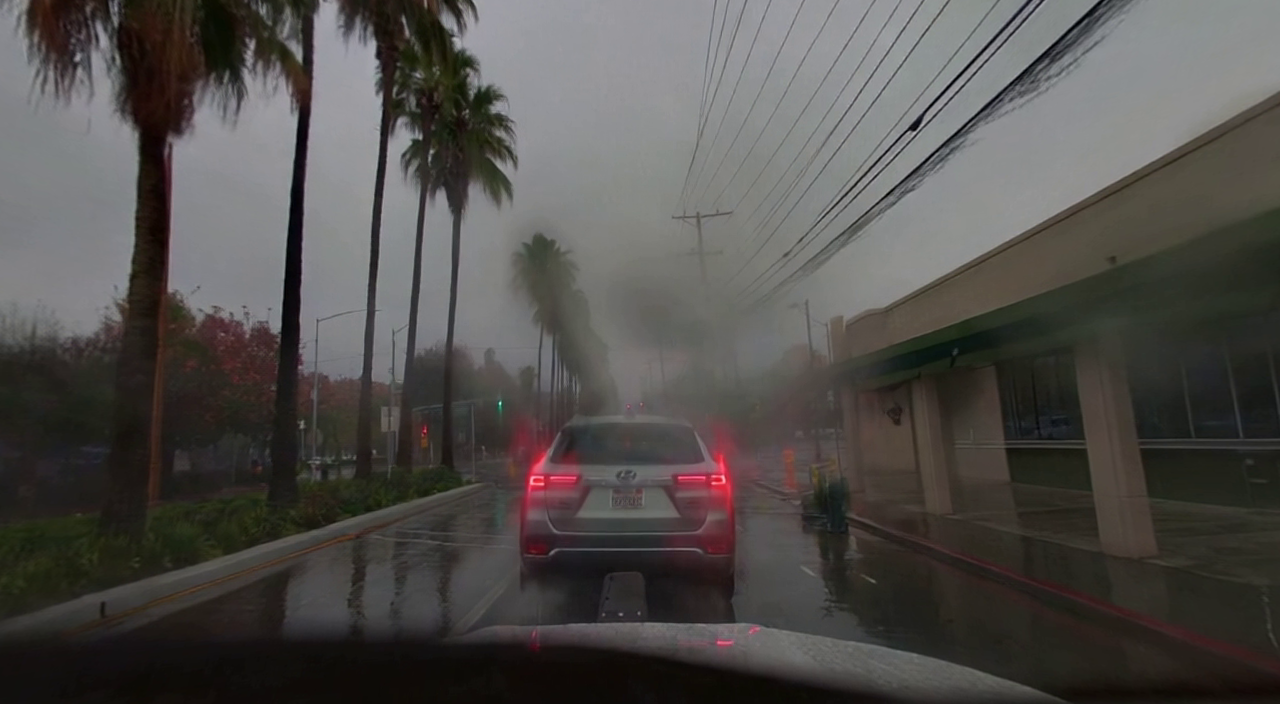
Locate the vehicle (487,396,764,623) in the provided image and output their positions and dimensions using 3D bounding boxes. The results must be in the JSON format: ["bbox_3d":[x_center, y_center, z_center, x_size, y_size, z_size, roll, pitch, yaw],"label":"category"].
[{"bbox_3d":[-0.195,1.470,6.778,2.105,1.702,3.750,0,-8,-3],"label":"vehicle"}]
